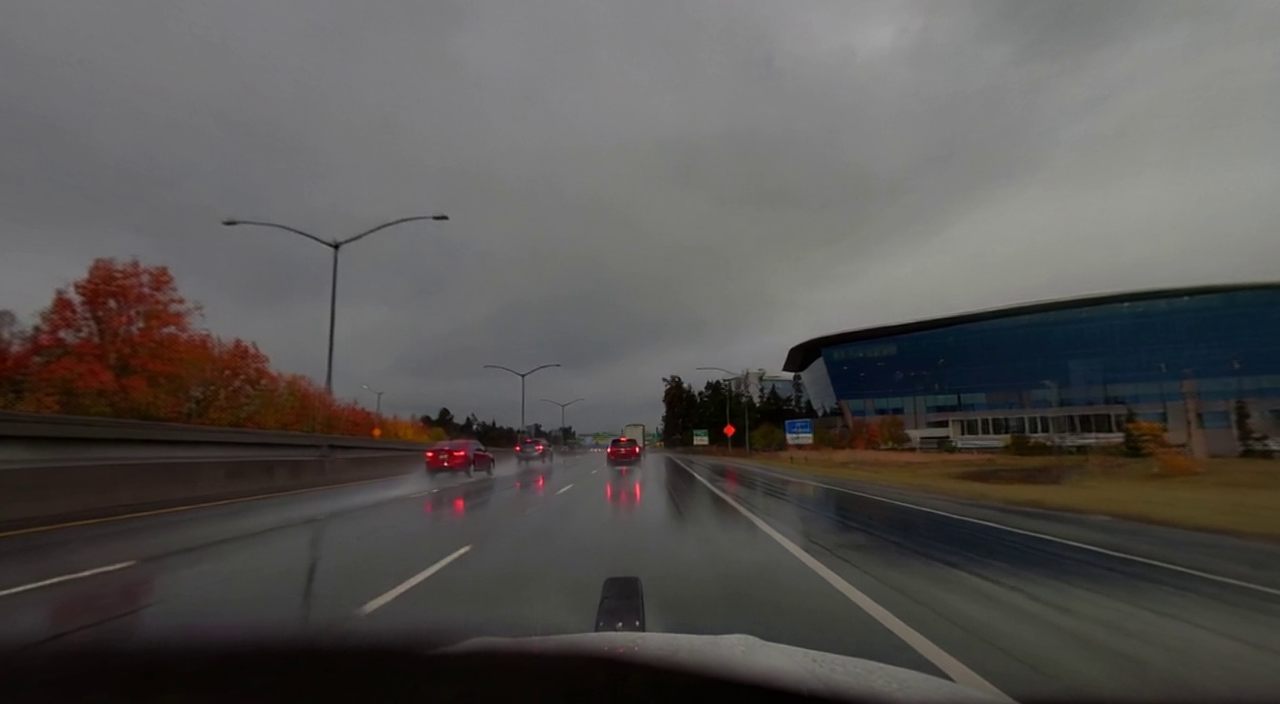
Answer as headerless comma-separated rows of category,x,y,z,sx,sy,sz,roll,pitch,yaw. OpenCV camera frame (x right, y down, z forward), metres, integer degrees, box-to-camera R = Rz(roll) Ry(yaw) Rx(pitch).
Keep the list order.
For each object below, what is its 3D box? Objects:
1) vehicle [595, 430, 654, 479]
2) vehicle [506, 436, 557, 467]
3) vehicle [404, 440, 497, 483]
vehicle,-0.586,4.248,26.315,2.245,1.863,4.801,0,-9,0
vehicle,-7.239,6.696,42.672,2.328,1.927,5.880,0,-9,1
vehicle,-7.232,4.222,24.560,2.074,1.495,4.643,0,-9,1
